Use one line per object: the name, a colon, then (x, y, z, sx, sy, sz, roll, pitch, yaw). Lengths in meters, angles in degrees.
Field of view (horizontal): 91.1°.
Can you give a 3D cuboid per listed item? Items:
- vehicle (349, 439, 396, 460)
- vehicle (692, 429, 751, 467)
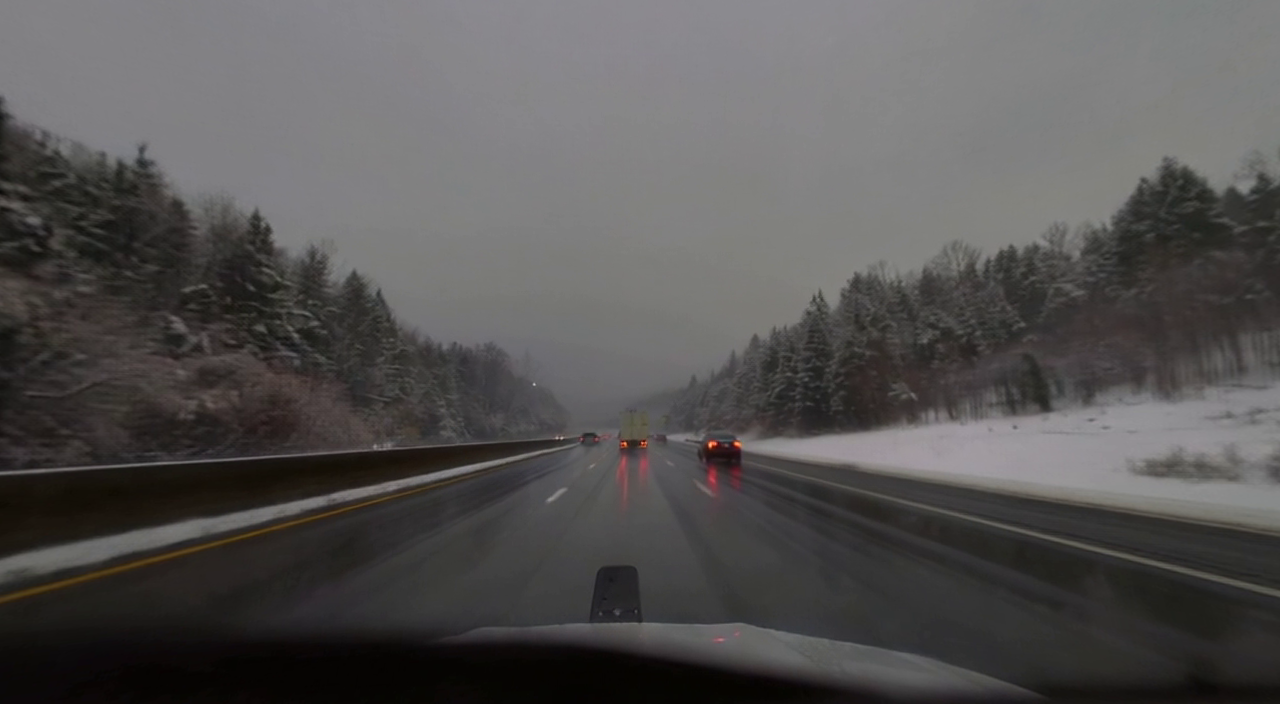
vehicle: (-20.730, 7.572, 48.892, 1.834, 1.514, 4.187, 0, -8, 0)
vehicle: (3.423, 4.124, 27.152, 1.882, 1.492, 3.958, 0, -8, -2)
